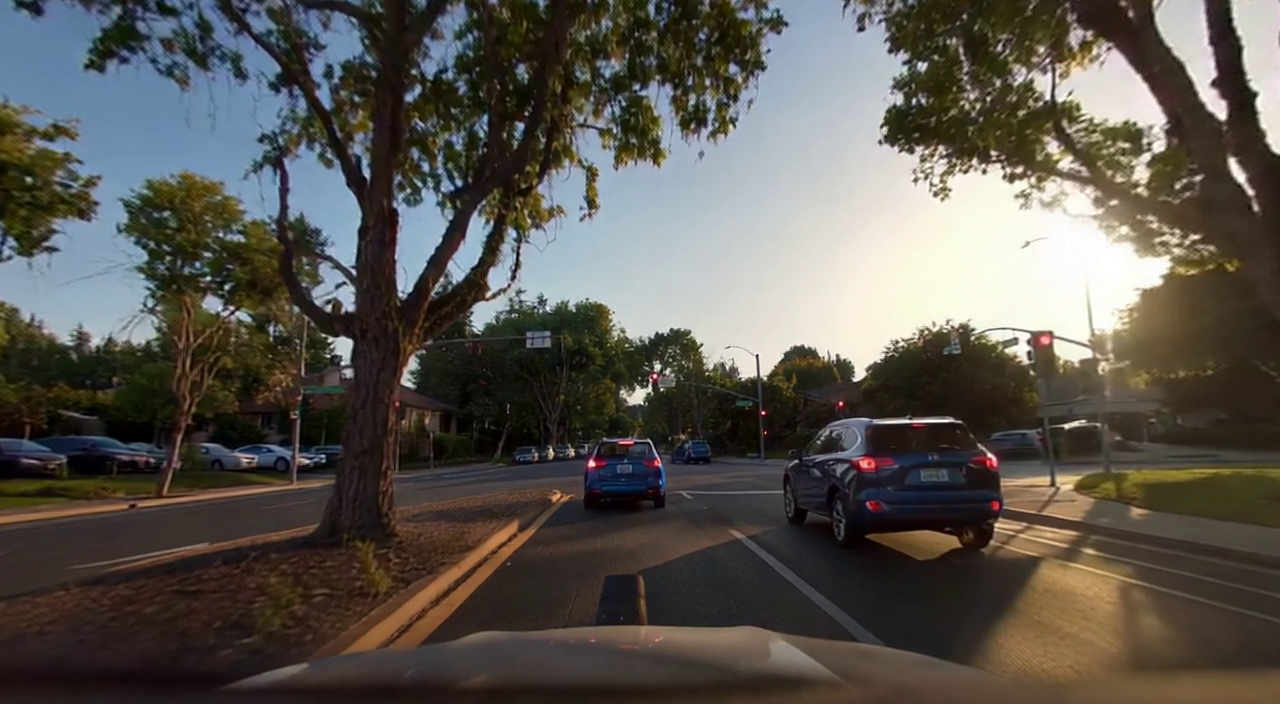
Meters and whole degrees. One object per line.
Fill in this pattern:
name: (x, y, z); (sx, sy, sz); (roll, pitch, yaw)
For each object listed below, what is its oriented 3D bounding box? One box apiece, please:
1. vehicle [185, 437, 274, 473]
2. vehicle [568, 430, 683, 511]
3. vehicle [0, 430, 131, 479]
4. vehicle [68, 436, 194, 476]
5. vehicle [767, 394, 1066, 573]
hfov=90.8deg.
vehicle: (-28.544, 7.155, 44.000); (4.943, 2.110, 2.217); (3, -11, -38)
vehicle: (-0.297, 2.606, 14.388); (2.177, 1.512, 4.682); (0, -8, 0)
vehicle: (-28.823, 5.031, 31.259); (5.285, 2.200, 2.387); (3, -10, -32)
vehicle: (-28.472, 5.804, 35.621); (5.119, 2.119, 2.199); (4, -9, -29)
vehicle: (3.197, 1.634, 8.549); (2.046, 1.768, 4.370); (0, -8, 0)
